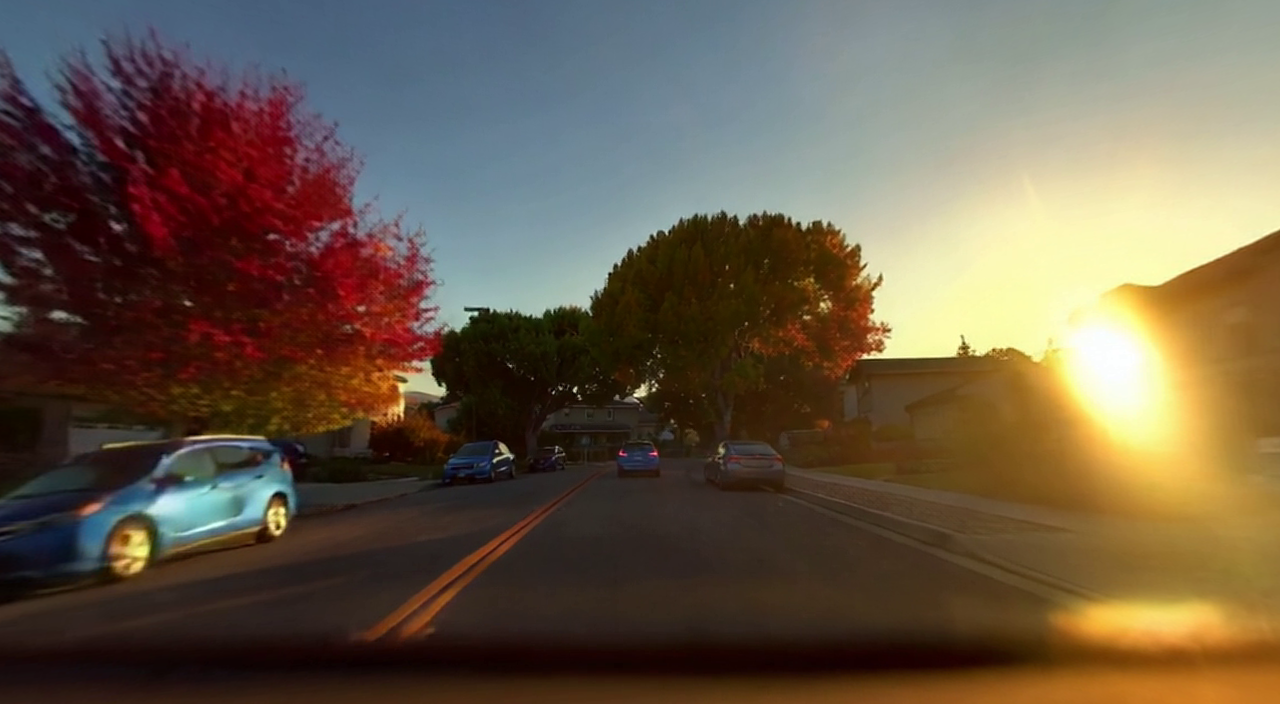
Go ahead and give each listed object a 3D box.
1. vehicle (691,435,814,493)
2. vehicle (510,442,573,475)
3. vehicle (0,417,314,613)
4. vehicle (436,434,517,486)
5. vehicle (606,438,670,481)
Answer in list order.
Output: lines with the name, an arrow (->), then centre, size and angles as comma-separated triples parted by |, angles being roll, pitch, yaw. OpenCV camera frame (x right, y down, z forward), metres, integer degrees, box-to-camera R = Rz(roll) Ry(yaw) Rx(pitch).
vehicle -> 3.133, 3.257, 18.772 | 2.429, 1.502, 4.474 | 1, -9, -6
vehicle -> -5.986, 6.560, 39.131 | 2.641, 1.747, 4.738 | -4, -8, 6
vehicle -> -6.597, 1.858, 8.276 | 2.254, 1.773, 4.795 | -2, -7, -2
vehicle -> -6.716, 4.500, 26.528 | 2.235, 1.851, 4.662 | -2, -9, 0
vehicle -> -0.018, 3.974, 23.629 | 2.192, 1.474, 4.192 | 0, -8, 1
